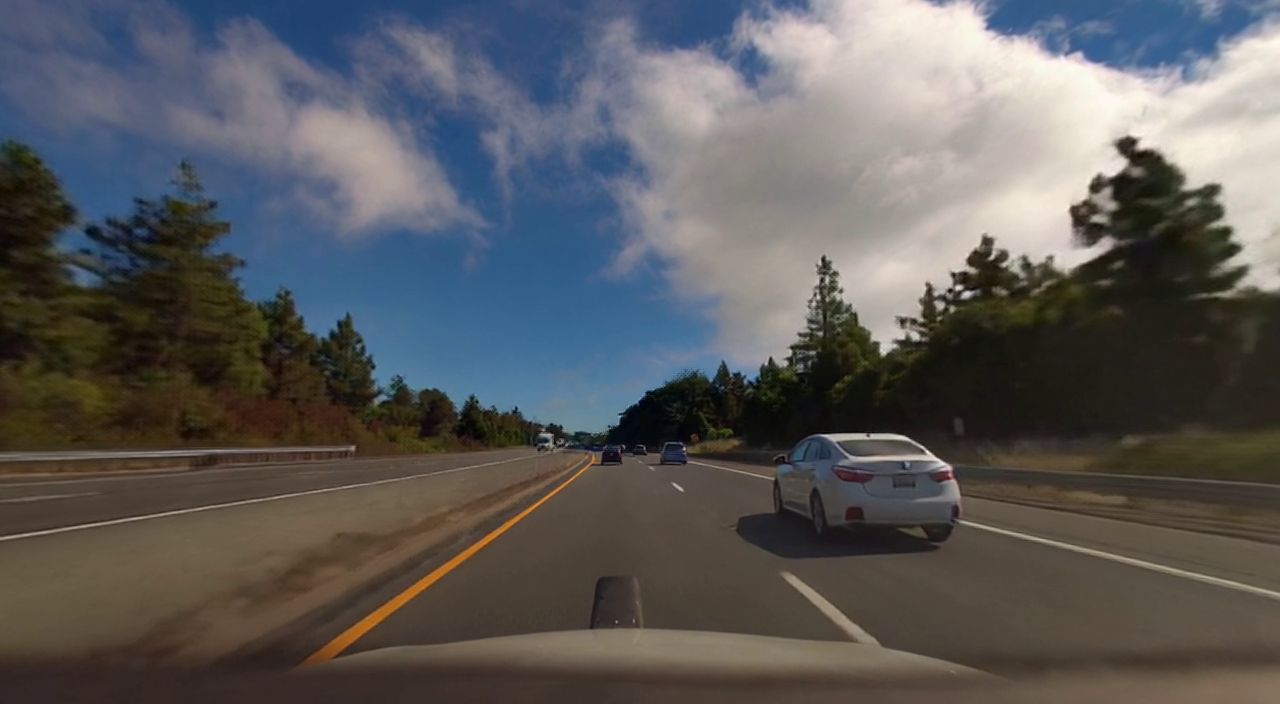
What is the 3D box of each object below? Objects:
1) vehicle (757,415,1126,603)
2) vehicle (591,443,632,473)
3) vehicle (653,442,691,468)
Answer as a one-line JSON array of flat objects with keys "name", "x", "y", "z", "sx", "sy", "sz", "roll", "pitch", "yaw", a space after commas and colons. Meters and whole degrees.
[{"name": "vehicle", "x": 3.071, "y": 1.718, "z": 7.985, "sx": 2.055, "sy": 1.566, "sz": 5.046, "roll": 0, "pitch": -8, "yaw": -2}, {"name": "vehicle", "x": -1.652, "y": 5.964, "z": 35.665, "sx": 2.178, "sy": 1.559, "sz": 4.254, "roll": 0, "pitch": -8, "yaw": -3}, {"name": "vehicle", "x": 2.004, "y": 6.676, "z": 40.942, "sx": 2.146, "sy": 1.546, "sz": 3.796, "roll": 0, "pitch": -8, "yaw": -2}]
